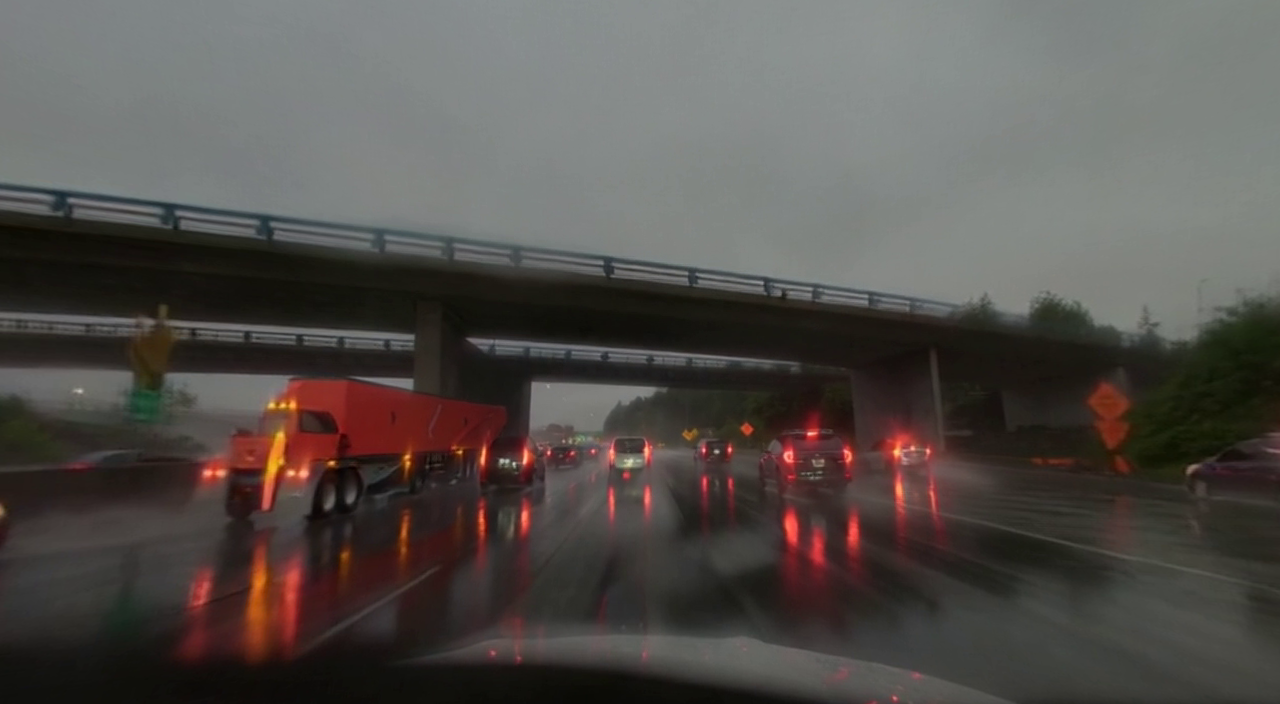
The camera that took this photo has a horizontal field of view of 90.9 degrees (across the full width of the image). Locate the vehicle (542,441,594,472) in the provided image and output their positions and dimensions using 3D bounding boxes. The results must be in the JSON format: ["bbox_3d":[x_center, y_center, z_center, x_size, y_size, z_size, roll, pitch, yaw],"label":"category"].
[{"bbox_3d":[-3.685,5.425,33.001,2.141,1.455,4.447,0,-8,1],"label":"vehicle"}]

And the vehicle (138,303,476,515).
[{"bbox_3d":[-7.457,1.785,16.888,2.959,3.886,10.574,-1,-8,2],"label":"vehicle"}]

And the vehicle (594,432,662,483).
[{"bbox_3d":[-0.393,3.803,23.000,2.270,1.696,4.061,0,-8,0],"label":"vehicle"}]

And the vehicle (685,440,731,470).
[{"bbox_3d":[3.572,5.478,33.816,2.003,1.465,4.092,0,-8,-1],"label":"vehicle"}]

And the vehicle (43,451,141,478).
[{"bbox_3d":[-34.214,6.989,39.572,1.909,1.546,4.726,0,-8,0],"label":"vehicle"}]

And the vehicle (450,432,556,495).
[{"bbox_3d":[-3.940,3.292,18.951,2.124,1.639,4.344,0,-8,1],"label":"vehicle"}]
